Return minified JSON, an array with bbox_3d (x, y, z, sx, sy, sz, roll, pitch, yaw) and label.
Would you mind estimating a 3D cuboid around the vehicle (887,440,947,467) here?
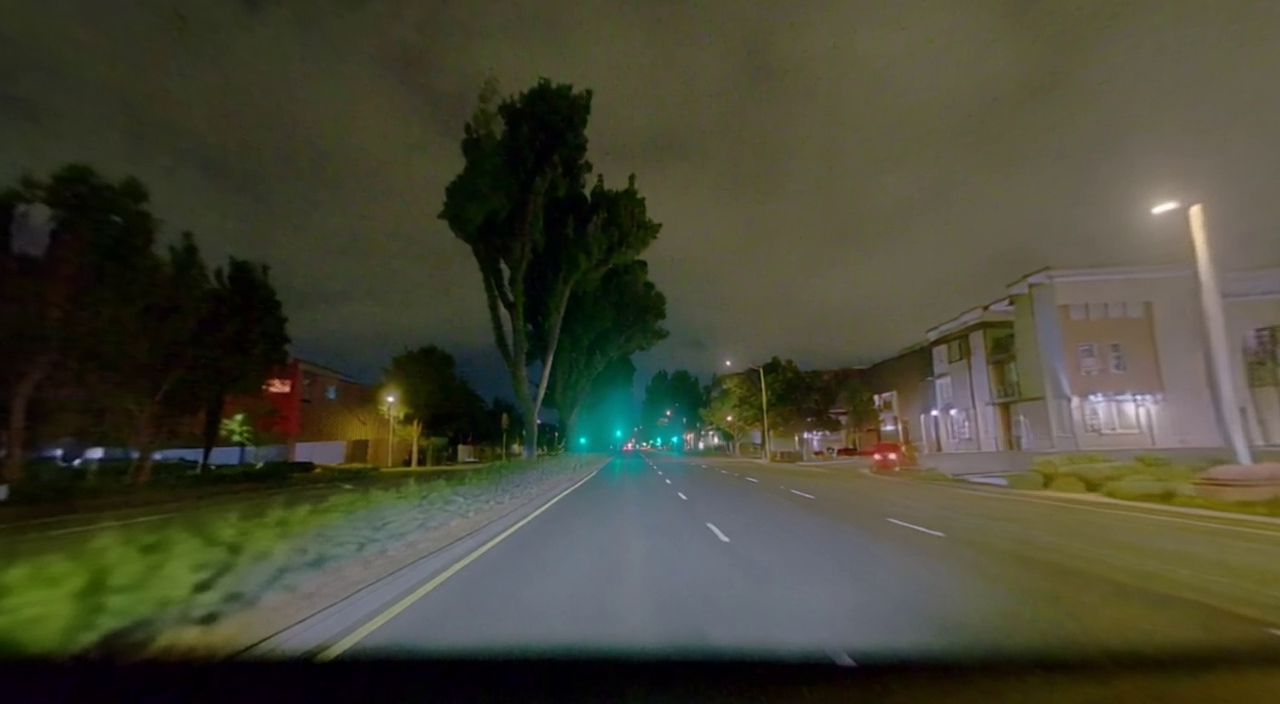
[{"bbox_3d":[16.330,5.927,37.117,1.930,1.449,4.473,-7,-11,40],"label":"vehicle"}]
